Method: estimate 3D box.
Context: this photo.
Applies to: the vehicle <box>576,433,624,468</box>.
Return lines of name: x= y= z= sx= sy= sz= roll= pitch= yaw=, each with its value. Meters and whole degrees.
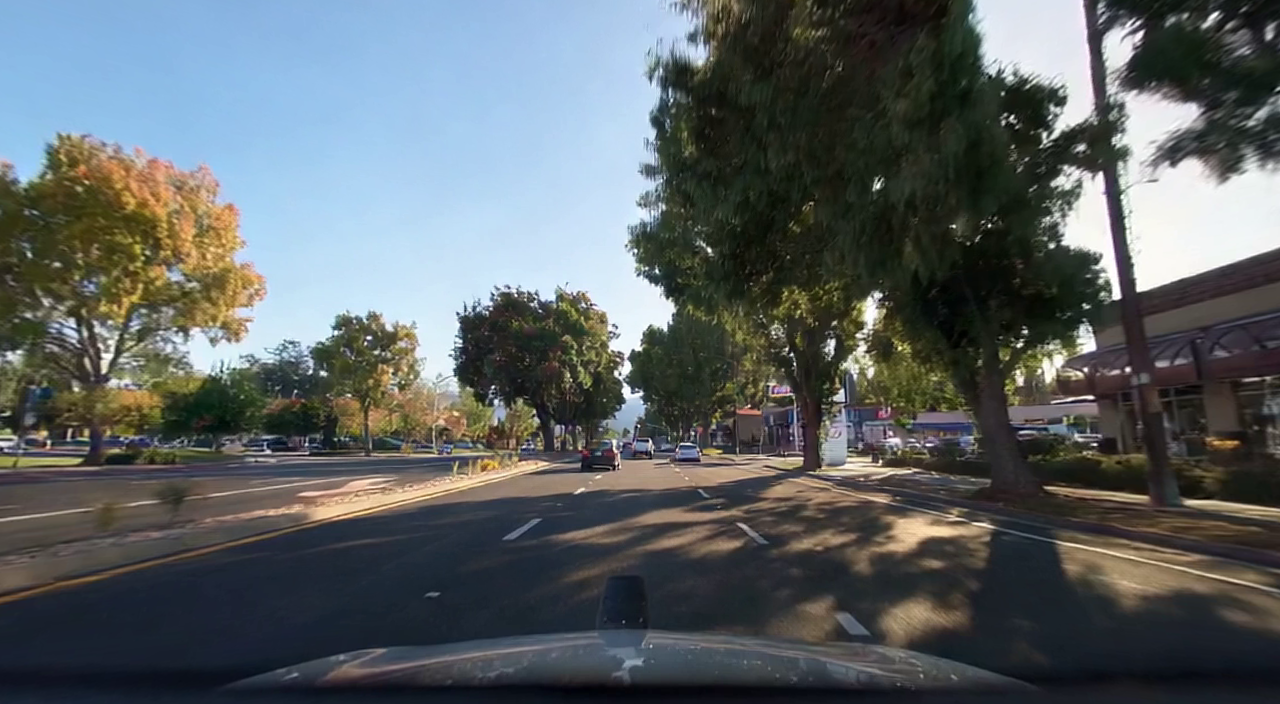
vehicle: x=-2.290 y=5.832 z=37.398 sx=2.222 sy=1.899 sz=5.006 roll=0 pitch=-8 yaw=4
